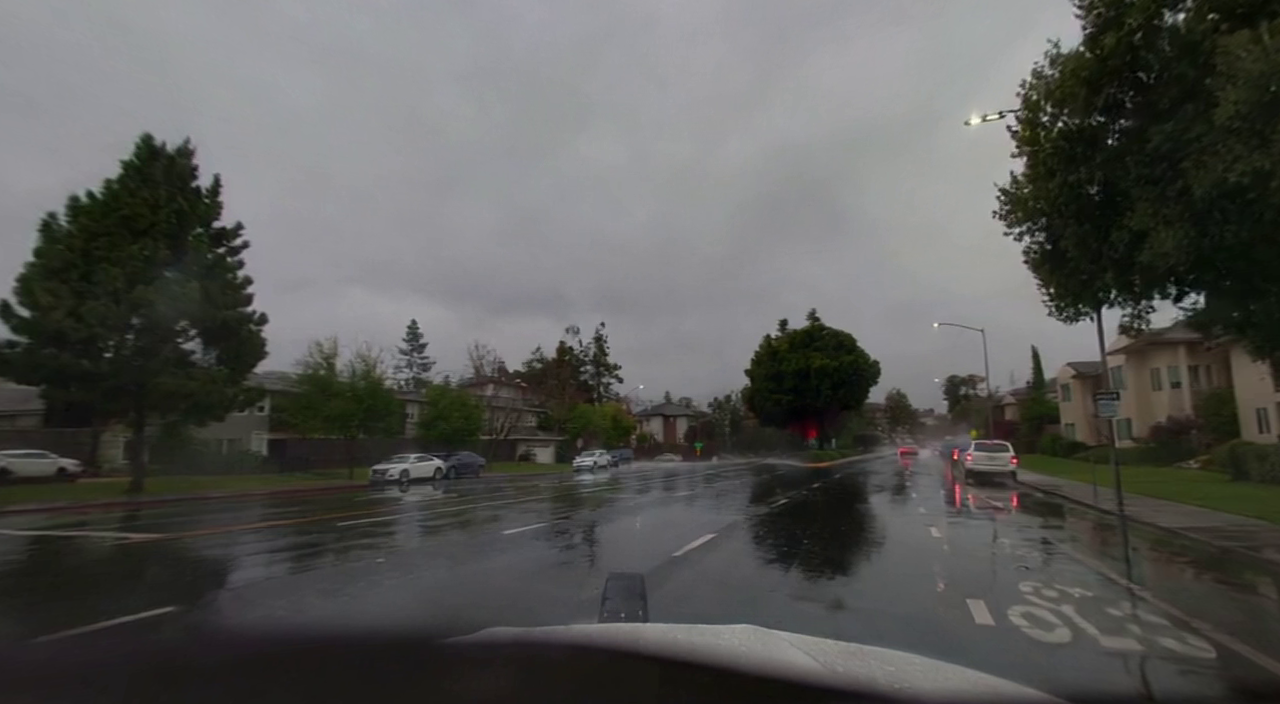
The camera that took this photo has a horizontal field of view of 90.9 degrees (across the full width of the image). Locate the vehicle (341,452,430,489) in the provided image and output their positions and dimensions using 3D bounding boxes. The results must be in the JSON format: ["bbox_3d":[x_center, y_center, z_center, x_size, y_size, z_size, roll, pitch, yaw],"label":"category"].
[{"bbox_3d":[-13.125,6.115,32.844,1.809,1.677,4.253,-3,-9,21],"label":"vehicle"}]

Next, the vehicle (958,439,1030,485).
[{"bbox_3d":[13.959,4.323,25.098,2.011,1.649,4.001,-4,-9,23],"label":"vehicle"}]

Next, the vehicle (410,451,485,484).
[{"bbox_3d":[-11.344,6.785,37.390,1.886,1.777,4.273,-4,-9,23],"label":"vehicle"}]
